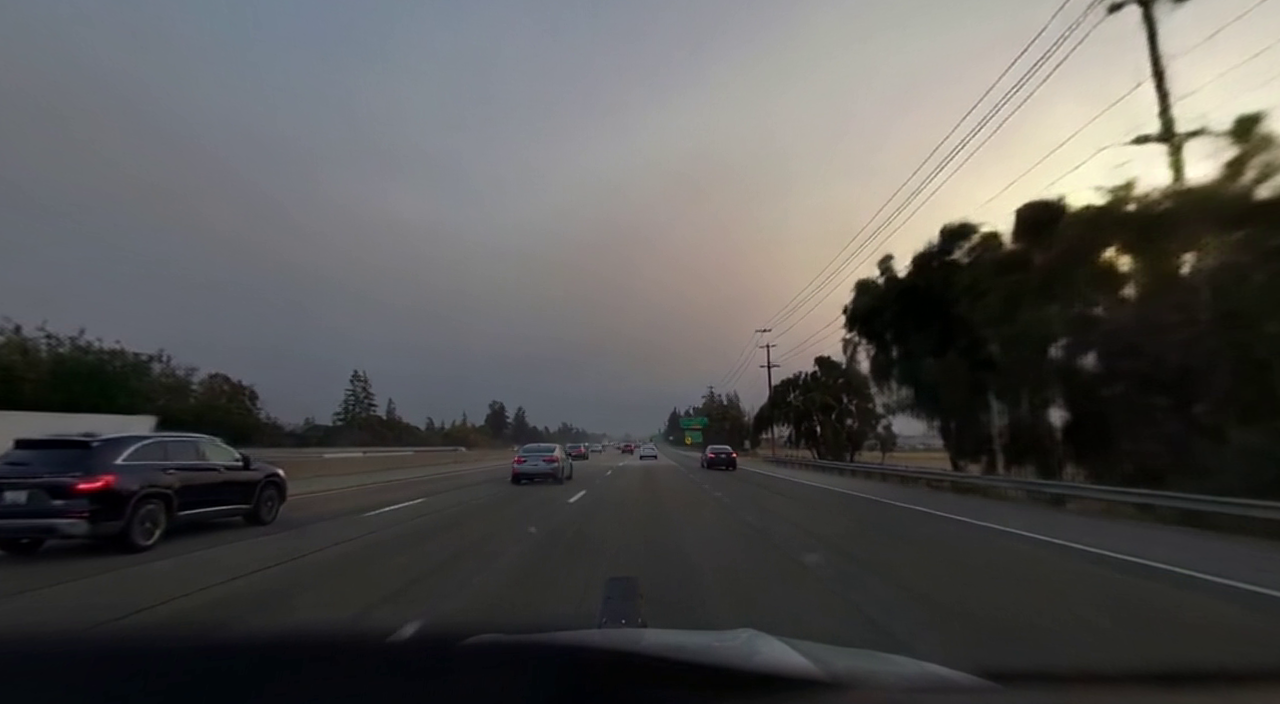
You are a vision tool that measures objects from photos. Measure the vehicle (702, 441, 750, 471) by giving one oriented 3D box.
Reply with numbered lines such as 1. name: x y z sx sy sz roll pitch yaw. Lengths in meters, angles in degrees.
1. vehicle: 4.556 5.577 33.984 1.964 1.479 4.252 0 -8 -1

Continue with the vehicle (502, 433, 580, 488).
1. vehicle: -3.300 3.696 21.867 1.961 1.704 4.052 0 -8 1

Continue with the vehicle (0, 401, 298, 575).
1. vehicle: -7.421 1.779 9.093 2.162 1.805 4.853 0 -8 1
